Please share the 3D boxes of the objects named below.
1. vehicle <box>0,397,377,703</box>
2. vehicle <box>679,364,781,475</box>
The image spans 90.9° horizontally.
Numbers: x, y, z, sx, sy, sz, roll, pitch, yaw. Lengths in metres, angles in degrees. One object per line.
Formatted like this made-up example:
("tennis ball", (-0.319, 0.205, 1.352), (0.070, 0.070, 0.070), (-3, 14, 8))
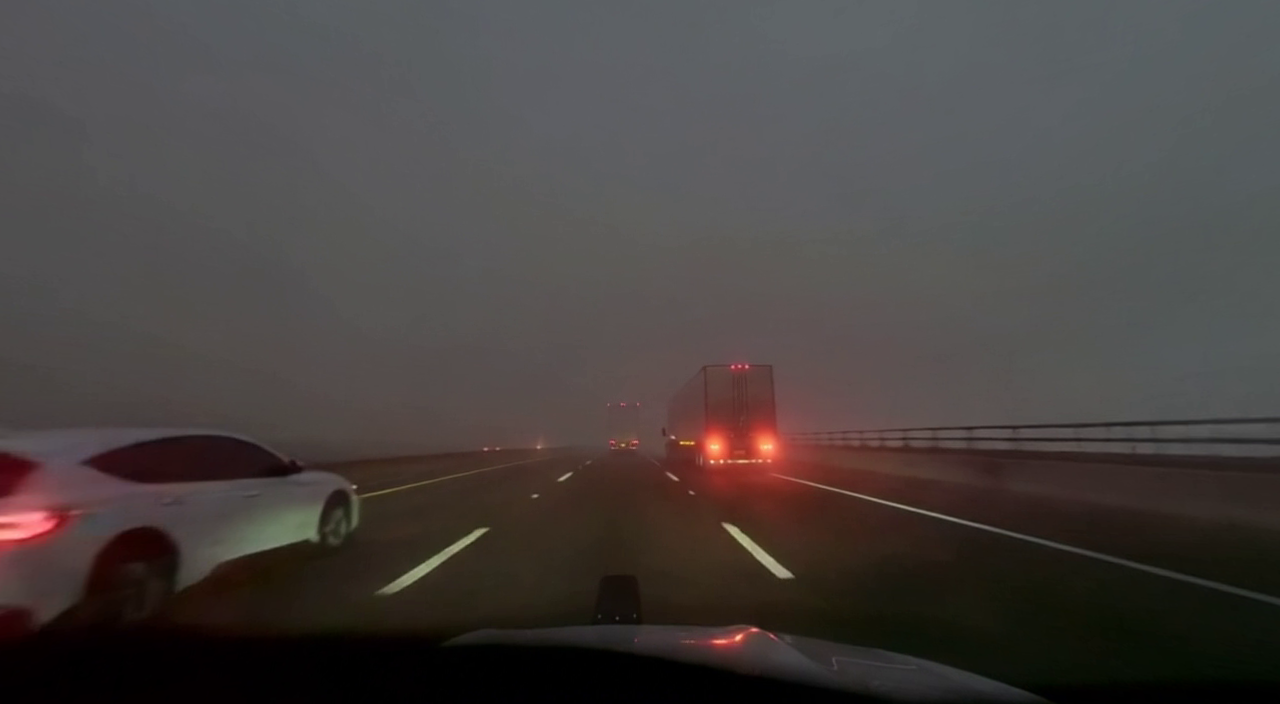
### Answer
("vehicle", (-4.107, 1.231, 4.621), (2.208, 1.542, 5.138), (0, -8, -1))
("vehicle", (3.516, 2.984, 27.073), (2.873, 3.998, 8.286), (0, -8, -2))
